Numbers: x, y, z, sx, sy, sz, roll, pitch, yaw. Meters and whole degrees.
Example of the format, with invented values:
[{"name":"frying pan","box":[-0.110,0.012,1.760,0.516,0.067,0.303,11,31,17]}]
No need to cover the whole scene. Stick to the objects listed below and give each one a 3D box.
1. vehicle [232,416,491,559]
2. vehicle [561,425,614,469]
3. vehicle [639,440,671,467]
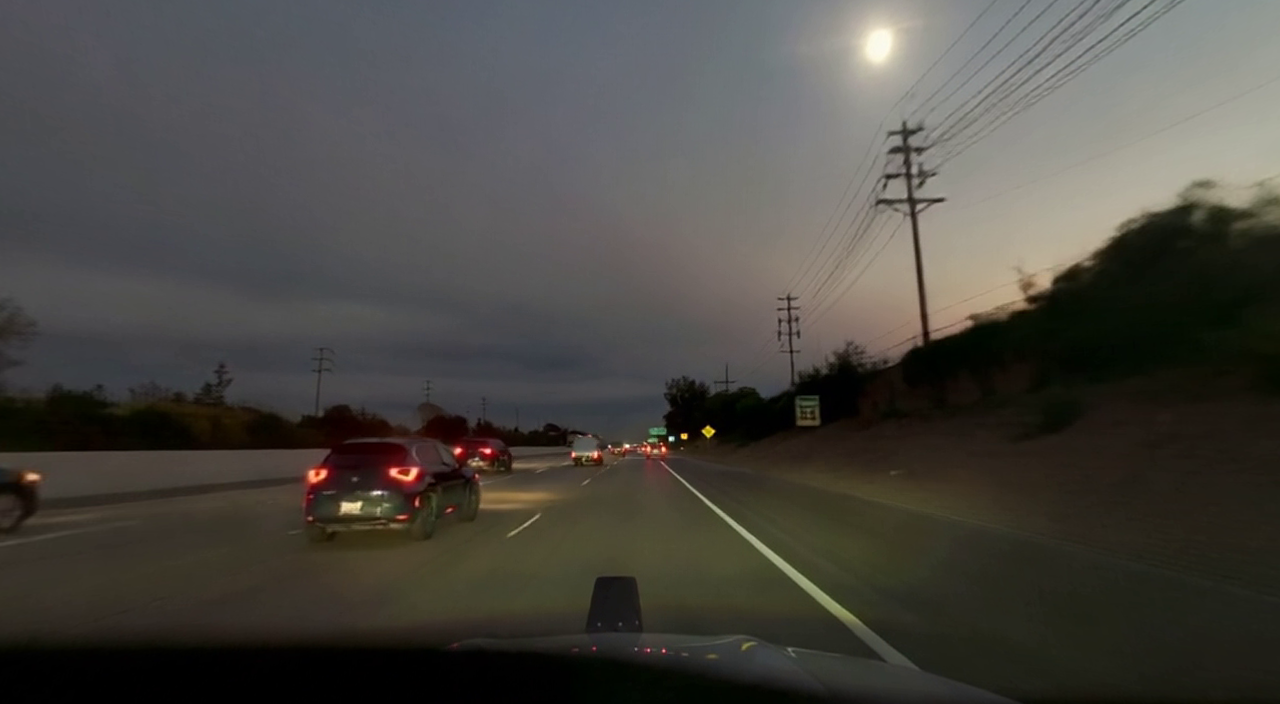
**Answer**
[{"name":"vehicle","box":[-3.820,1.930,9.629,1.976,1.688,4.124,0,-9,1]},{"name":"vehicle","box":[-3.643,6.972,46.235,2.915,2.885,9.394,0,-9,1]},{"name":"vehicle","box":[1.010,6.843,42.556,2.038,1.677,4.219,0,-9,2]}]
